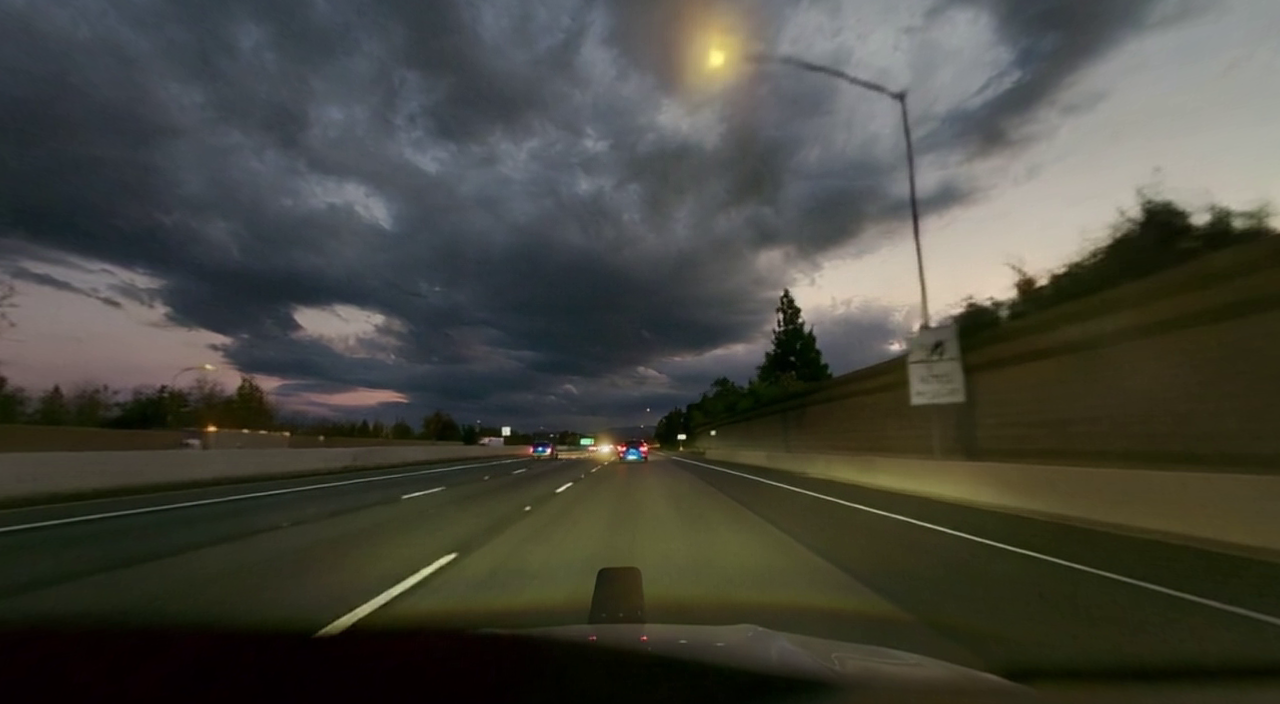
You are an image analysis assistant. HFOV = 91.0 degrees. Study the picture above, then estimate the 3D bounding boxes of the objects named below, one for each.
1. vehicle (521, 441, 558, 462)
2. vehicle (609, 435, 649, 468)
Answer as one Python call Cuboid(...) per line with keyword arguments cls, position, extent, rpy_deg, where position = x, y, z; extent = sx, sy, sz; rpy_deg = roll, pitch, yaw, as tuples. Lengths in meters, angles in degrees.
Cuboid(cls="vehicle", position=(-7.544, 7.543, 47.854), extent=(2.019, 1.523, 4.396), rpy_deg=(0, -9, 1))
Cuboid(cls="vehicle", position=(-0.562, 5.534, 35.141), extent=(2.141, 1.706, 4.065), rpy_deg=(0, -9, 0))
